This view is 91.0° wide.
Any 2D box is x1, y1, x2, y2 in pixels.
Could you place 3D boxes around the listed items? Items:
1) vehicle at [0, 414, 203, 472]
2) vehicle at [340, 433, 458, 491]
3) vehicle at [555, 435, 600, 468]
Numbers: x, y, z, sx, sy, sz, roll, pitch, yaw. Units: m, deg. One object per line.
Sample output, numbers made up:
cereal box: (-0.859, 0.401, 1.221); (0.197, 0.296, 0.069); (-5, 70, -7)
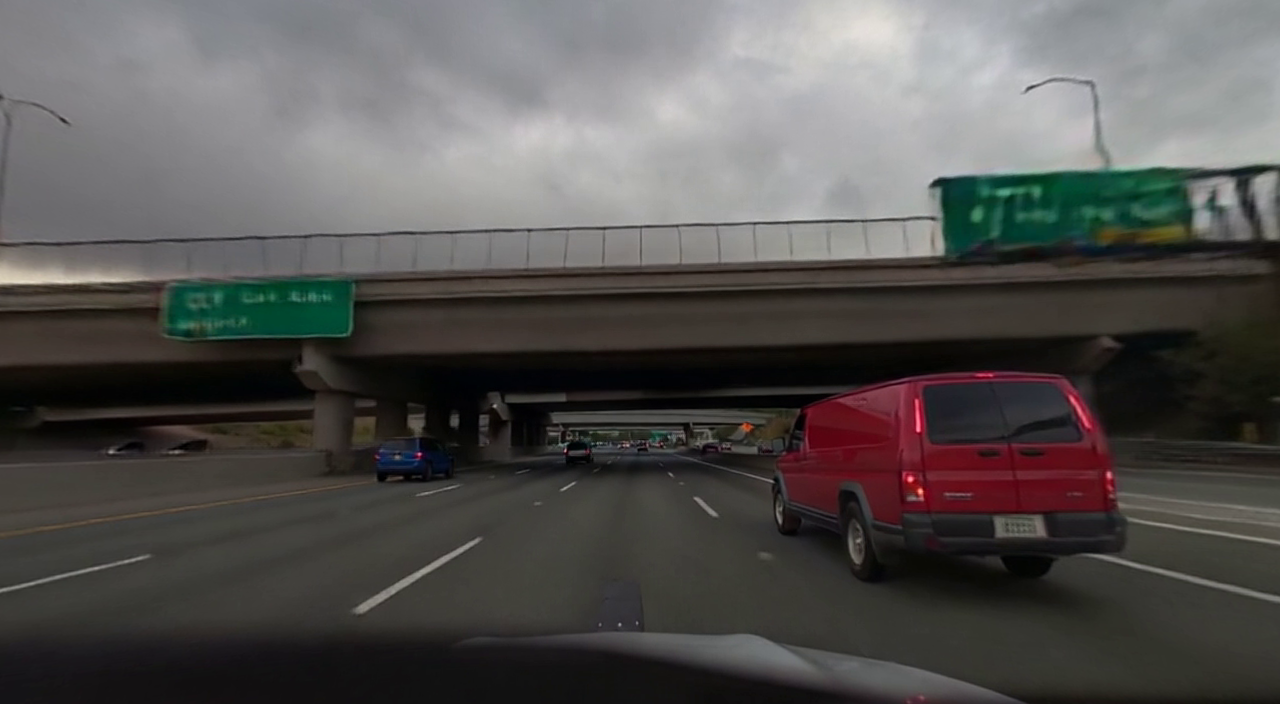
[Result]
vehicle: (-41.288, 7.147, 49.309); (2.851, 3.802, 15.642); (0, -8, 0)
vehicle: (-7.896, 3.625, 21.190); (2.092, 1.712, 4.627); (0, -8, 1)
vehicle: (-3.687, 5.978, 38.054); (2.144, 1.847, 4.850); (0, -8, 1)
